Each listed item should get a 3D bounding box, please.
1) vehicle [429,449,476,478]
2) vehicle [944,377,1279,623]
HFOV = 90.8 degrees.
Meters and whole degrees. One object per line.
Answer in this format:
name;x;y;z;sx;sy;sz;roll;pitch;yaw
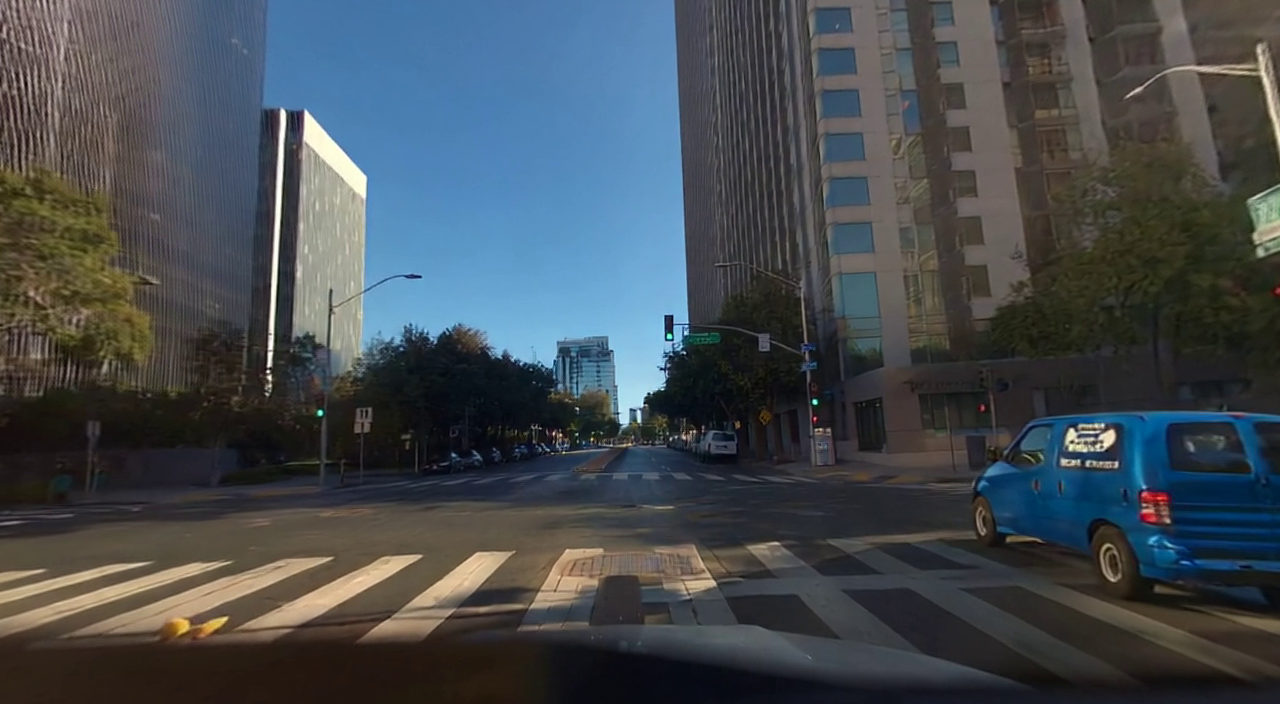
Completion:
vehicle;-12.396;7.359;42.011;1.935;1.639;4.244;-3;-8;-2
vehicle;5.620;1.437;7.129;2.070;1.804;4.881;-1;-8;2
